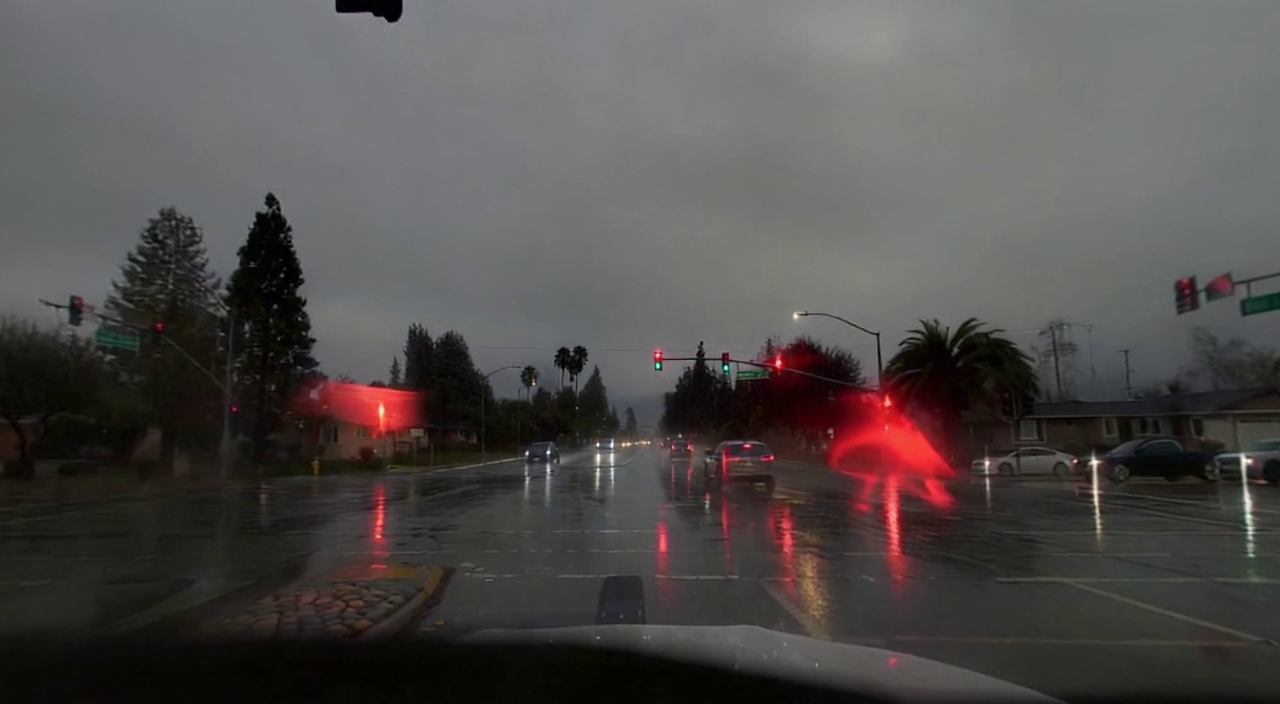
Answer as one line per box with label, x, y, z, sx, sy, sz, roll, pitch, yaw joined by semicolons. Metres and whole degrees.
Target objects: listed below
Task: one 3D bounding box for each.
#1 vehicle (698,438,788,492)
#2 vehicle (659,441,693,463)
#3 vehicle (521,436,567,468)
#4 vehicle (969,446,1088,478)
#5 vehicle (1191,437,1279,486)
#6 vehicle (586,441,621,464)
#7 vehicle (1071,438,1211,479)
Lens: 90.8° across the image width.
vehicle;2.992;3.397;19.376;1.947;1.467;4.455;0;-9;-1
vehicle;2.641;7.422;46.899;2.142;1.506;4.948;0;-9;-1
vehicle;-5.444;5.688;36.195;2.025;1.704;4.104;0;-9;0
vehicle;19.733;5.606;32.246;4.874;1.544;1.779;0;-9;1
vehicle;23.629;4.041;23.472;4.417;1.725;1.969;0;-9;-1
vehicle;-2.400;6.714;42.287;2.045;1.484;3.991;0;-9;0
vehicle;23.497;4.989;29.751;4.807;1.835;2.033;0;-9;-1
